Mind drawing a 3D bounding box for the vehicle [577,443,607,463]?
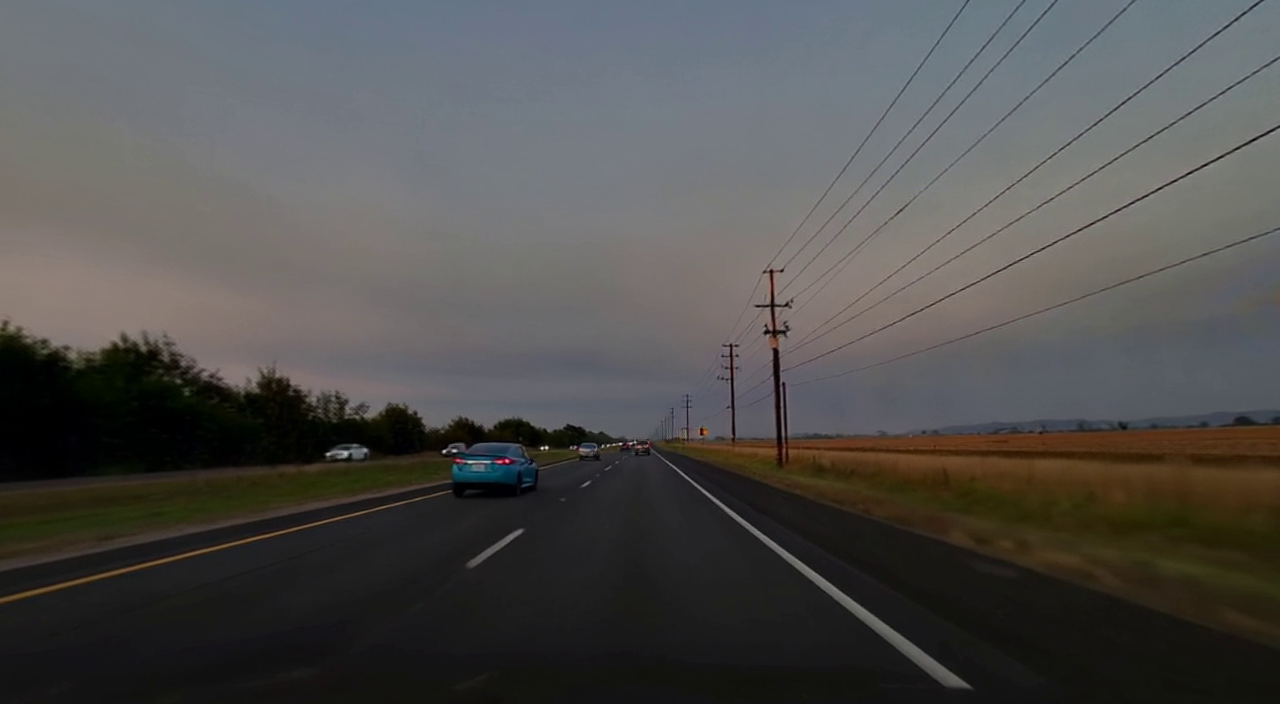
[{"bbox_3d":[-3.706,7.916,49.540,1.953,1.517,4.407,0,-9,0],"label":"vehicle"}]

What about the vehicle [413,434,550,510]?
[{"bbox_3d":[-3.729,2.932,15.872,2.120,1.597,4.810,0,-9,1],"label":"vehicle"}]
